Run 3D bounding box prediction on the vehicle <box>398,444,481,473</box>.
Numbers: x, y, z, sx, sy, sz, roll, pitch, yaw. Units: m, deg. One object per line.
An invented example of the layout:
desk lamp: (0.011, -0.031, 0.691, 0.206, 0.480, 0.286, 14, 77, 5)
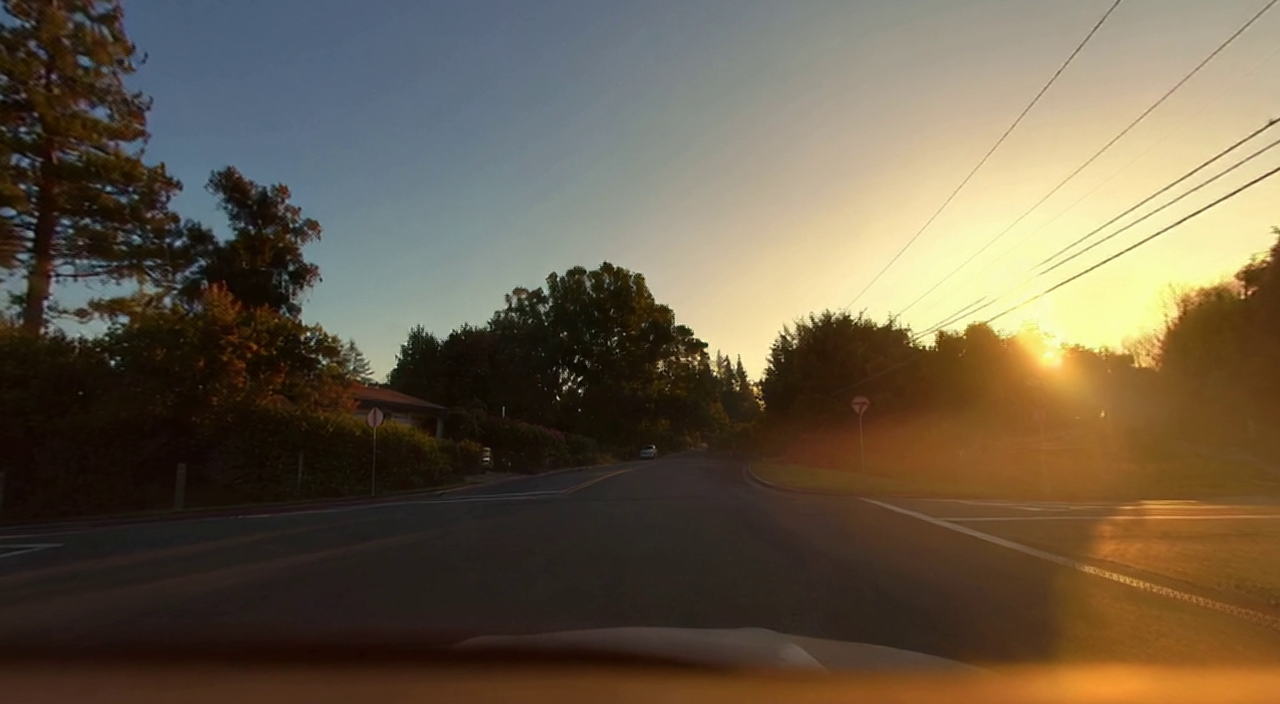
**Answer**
vehicle: (-12.678, 6.747, 40.063, 4.590, 1.735, 1.973, -1, -9, 3)
